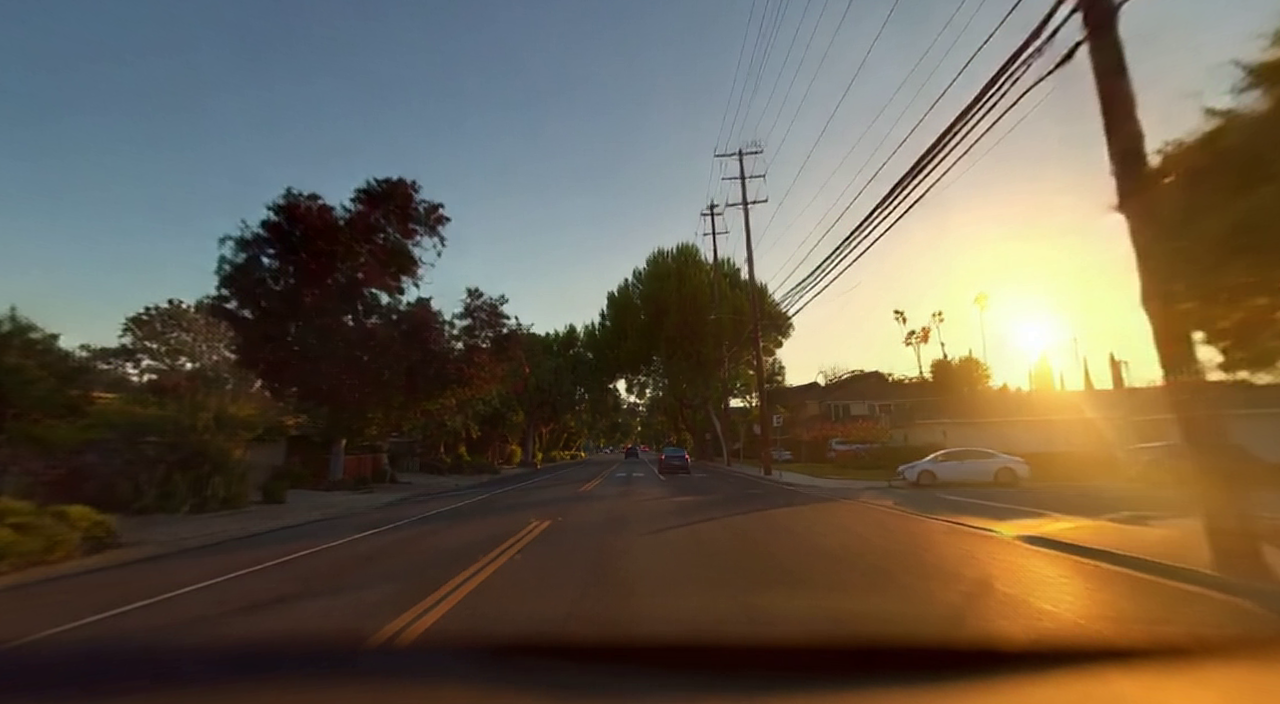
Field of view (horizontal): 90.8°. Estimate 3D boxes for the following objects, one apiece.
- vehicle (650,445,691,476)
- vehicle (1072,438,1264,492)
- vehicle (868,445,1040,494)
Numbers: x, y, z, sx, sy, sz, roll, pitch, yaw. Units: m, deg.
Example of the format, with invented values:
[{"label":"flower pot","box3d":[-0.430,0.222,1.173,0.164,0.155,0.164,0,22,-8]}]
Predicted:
[{"label":"vehicle","box3d":[1.518,5.599,32.722,1.975,1.497,3.647,0,-9,0]},{"label":"vehicle","box3d":[17.524,3.743,21.158,4.566,1.691,1.996,0,-9,0]},{"label":"vehicle","box3d":[10.085,3.780,20.549,4.511,1.473,1.962,0,-8,-2]}]
